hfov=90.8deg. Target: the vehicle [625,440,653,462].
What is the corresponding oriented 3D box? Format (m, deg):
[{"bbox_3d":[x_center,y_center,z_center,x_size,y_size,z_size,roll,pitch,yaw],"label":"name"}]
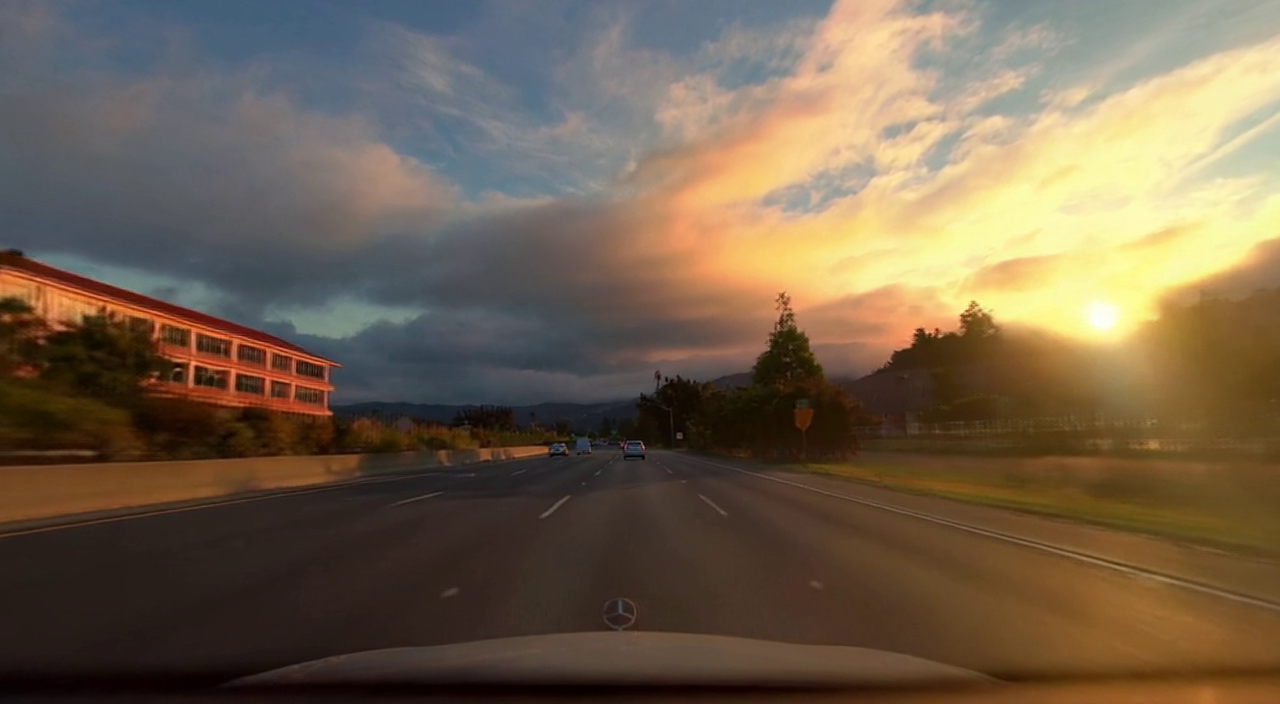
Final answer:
[{"bbox_3d":[-0.098,7.754,49.544,2.073,1.635,4.195,0,-9,0],"label":"vehicle"}]
